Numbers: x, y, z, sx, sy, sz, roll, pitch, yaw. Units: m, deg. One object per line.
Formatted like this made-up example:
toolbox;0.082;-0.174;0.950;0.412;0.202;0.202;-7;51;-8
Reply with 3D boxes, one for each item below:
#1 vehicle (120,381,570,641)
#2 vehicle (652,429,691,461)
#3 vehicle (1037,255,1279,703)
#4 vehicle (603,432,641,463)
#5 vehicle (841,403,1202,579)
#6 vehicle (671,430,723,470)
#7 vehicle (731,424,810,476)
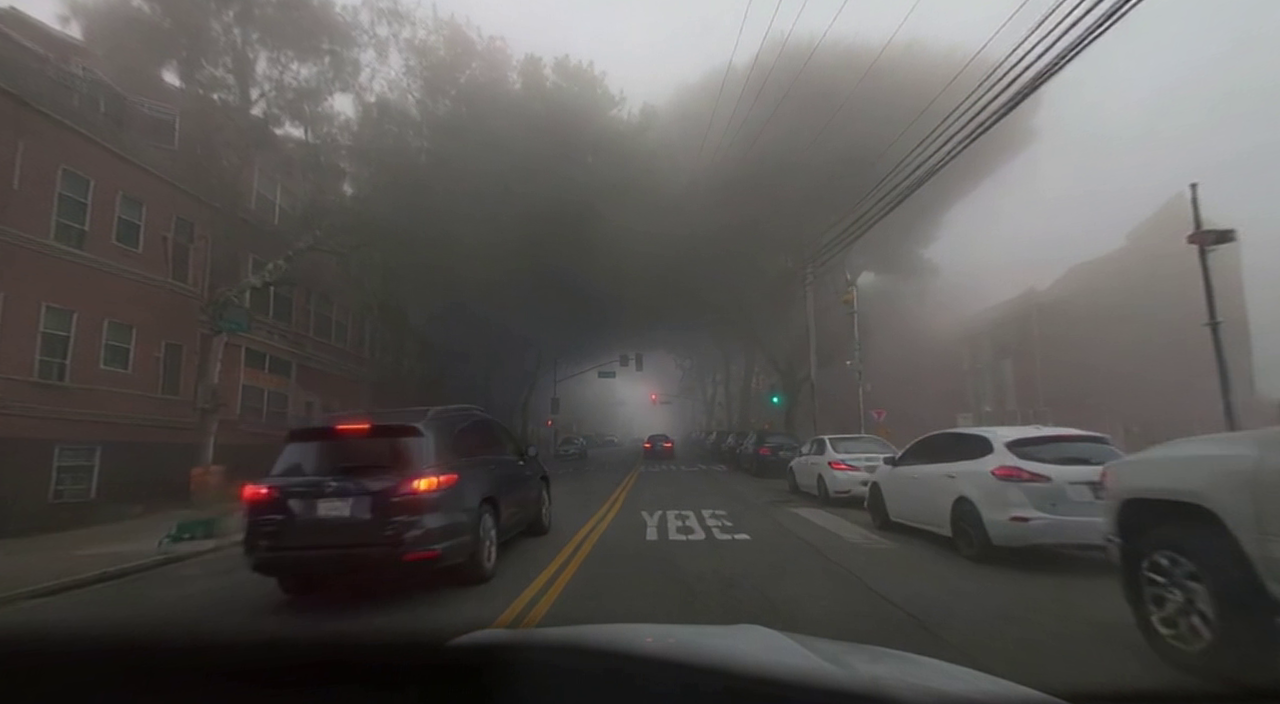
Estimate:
vehicle;-2.444;1.523;7.228;2.333;1.832;5.200;-1;-9;4
vehicle;1.751;5.371;36.315;2.111;1.705;4.093;0;-8;2
vehicle;3.797;0.427;1.280;2.356;2.043;5.791;0;-8;2
vehicle;-1.013;5.726;37.987;1.979;1.723;3.849;-1;-8;3
vehicle;4.190;1.596;8.003;1.883;1.601;4.305;0;-9;1
vehicle;2.544;4.304;27.837;2.111;1.619;4.077;-1;-9;6
vehicle;4.947;3.836;24.820;2.093;1.815;5.441;0;-8;1
